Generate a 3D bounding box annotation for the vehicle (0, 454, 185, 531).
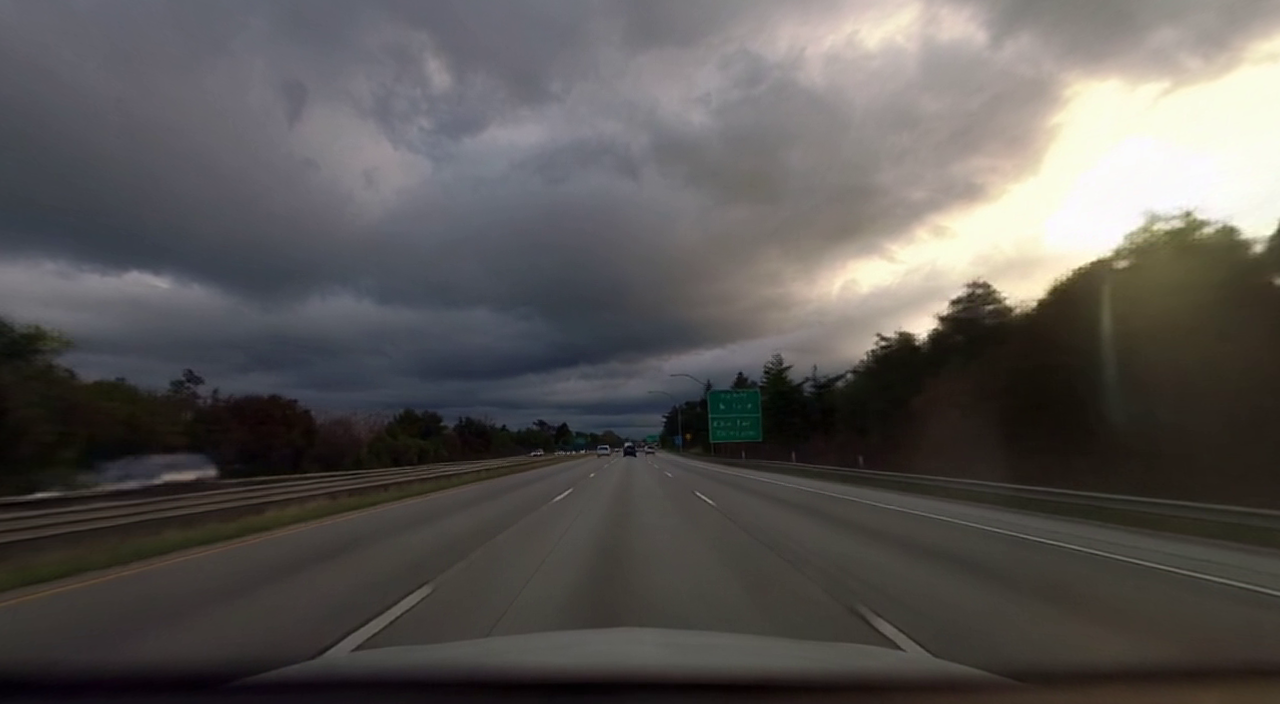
[{"bbox_3d":[-14.016,3.413,15.780,1.901,1.609,4.273,0,-9,-1],"label":"vehicle"}]
